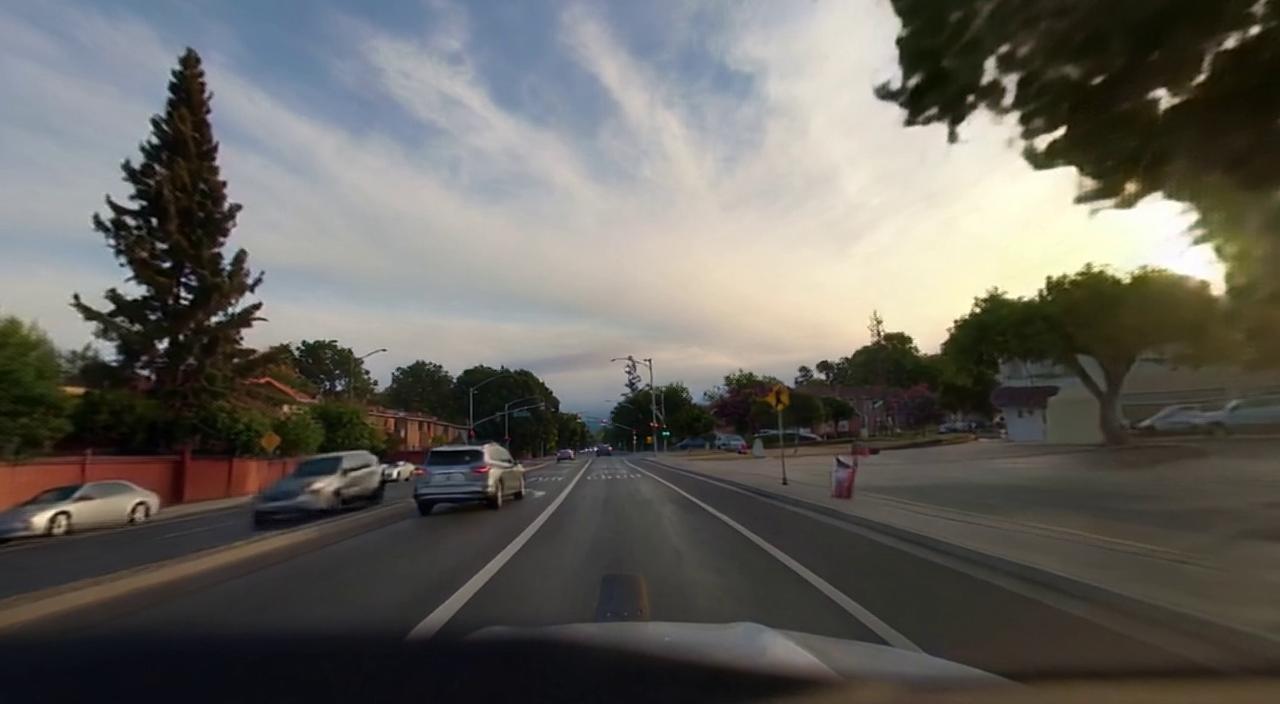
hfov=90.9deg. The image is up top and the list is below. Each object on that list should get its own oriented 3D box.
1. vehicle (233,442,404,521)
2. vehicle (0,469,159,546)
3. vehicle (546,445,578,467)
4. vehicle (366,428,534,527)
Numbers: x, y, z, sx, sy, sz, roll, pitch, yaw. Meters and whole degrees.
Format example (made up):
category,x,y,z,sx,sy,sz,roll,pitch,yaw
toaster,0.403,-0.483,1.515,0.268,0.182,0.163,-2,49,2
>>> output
category,x,y,z,sx,sy,sz,roll,pitch,yaw
vehicle,-7.771,3.122,15.858,2.087,1.689,4.373,0,-8,-2
vehicle,-14.739,3.869,15.938,1.845,1.428,4.597,-5,-7,-4
vehicle,-5.894,7.898,48.152,2.060,1.530,4.121,1,-8,-3
vehicle,-3.687,2.515,13.324,2.084,1.701,4.734,0,-8,0
